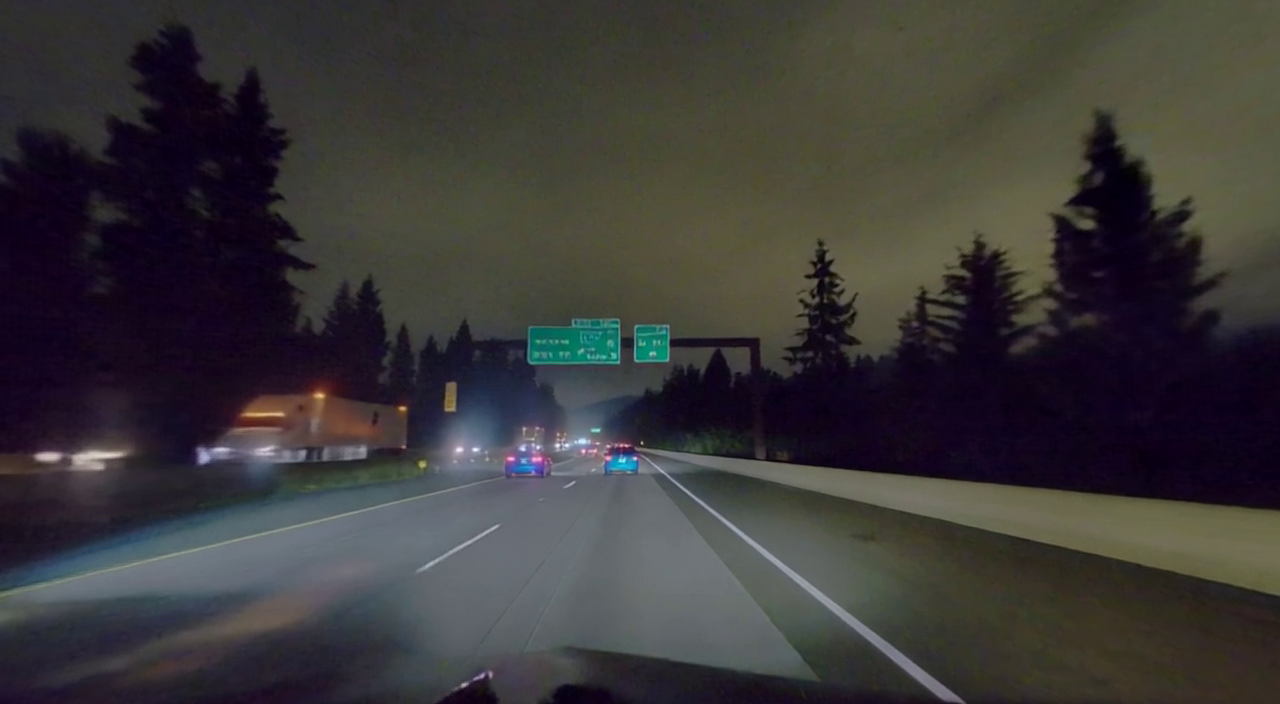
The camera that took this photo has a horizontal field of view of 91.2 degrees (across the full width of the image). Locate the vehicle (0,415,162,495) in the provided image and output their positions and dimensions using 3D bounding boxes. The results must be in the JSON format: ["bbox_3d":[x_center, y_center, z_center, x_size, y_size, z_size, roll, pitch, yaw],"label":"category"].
[{"bbox_3d":[-13.998,2.435,14.854,1.938,1.619,4.246,-1,-9,0],"label":"vehicle"}]

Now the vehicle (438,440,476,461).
[{"bbox_3d":[-14.564,7.834,49.955,1.866,1.584,3.939,0,-9,-1],"label":"vehicle"}]

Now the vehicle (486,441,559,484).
[{"bbox_3d":[-4.683,4.483,25.723,2.103,1.588,4.709,-1,-9,0],"label":"vehicle"}]

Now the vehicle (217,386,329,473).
[{"bbox_3d":[-17.932,3.877,30.979,2.989,3.994,3.933,0,-9,-2],"label":"vehicle"}]

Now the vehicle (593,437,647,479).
[{"bbox_3d":[-0.879,4.729,28.067,2.220,1.711,4.056,0,-9,-1],"label":"vehicle"}]

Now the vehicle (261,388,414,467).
[{"bbox_3d":[-18.151,4.969,39.444,2.895,4.041,14.097,0,-9,-1],"label":"vehicle"}]
